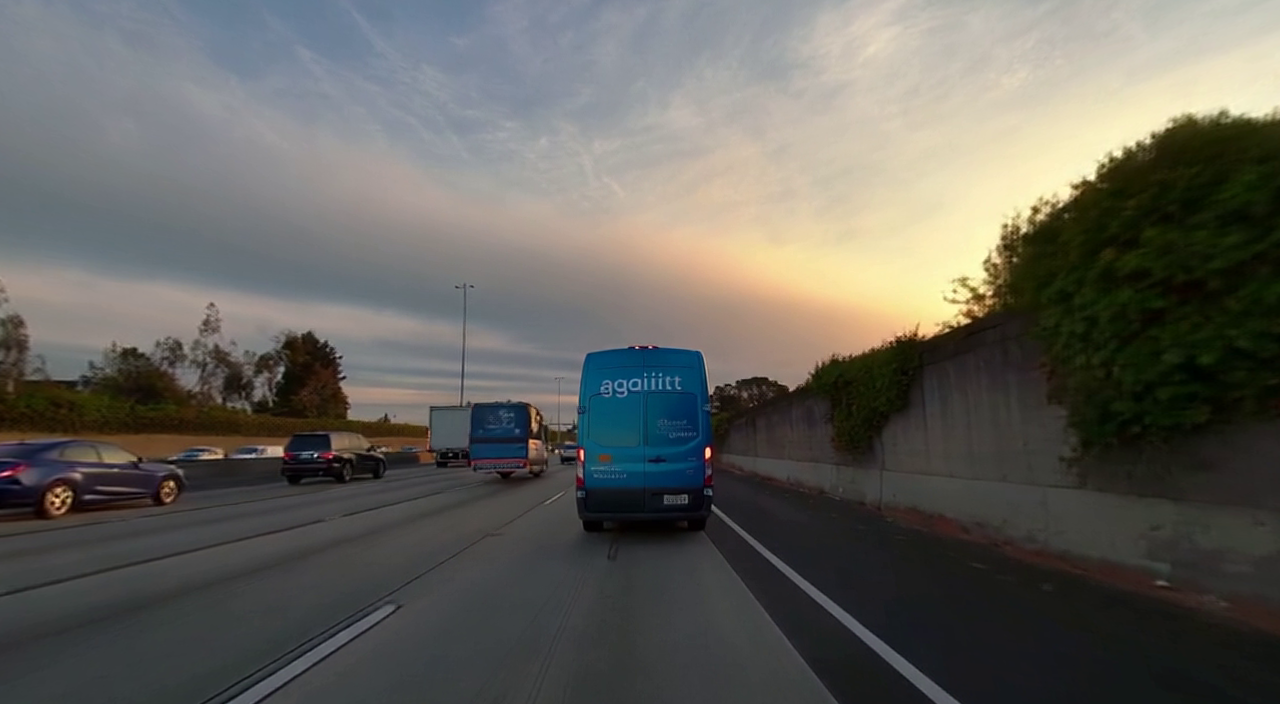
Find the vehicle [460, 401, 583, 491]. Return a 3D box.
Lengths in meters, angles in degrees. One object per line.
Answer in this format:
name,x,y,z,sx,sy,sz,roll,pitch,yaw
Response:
vehicle,-3.448,2.935,19.785,2.729,2.439,5.418,0,-8,0

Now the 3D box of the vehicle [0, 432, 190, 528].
vehicle,-11.112,2.322,11.885,1.839,1.524,4.449,0,-8,2

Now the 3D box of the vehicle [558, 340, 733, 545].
vehicle,0.150,1.665,11.686,2.316,2.738,6.398,0,-8,1

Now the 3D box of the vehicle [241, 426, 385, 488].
vehicle,-10.823,3.522,21.415,2.061,1.846,4.852,-1,-8,3

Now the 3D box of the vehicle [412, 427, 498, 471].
vehicle,-9.836,5.231,34.269,2.566,2.158,5.957,-1,-8,3
